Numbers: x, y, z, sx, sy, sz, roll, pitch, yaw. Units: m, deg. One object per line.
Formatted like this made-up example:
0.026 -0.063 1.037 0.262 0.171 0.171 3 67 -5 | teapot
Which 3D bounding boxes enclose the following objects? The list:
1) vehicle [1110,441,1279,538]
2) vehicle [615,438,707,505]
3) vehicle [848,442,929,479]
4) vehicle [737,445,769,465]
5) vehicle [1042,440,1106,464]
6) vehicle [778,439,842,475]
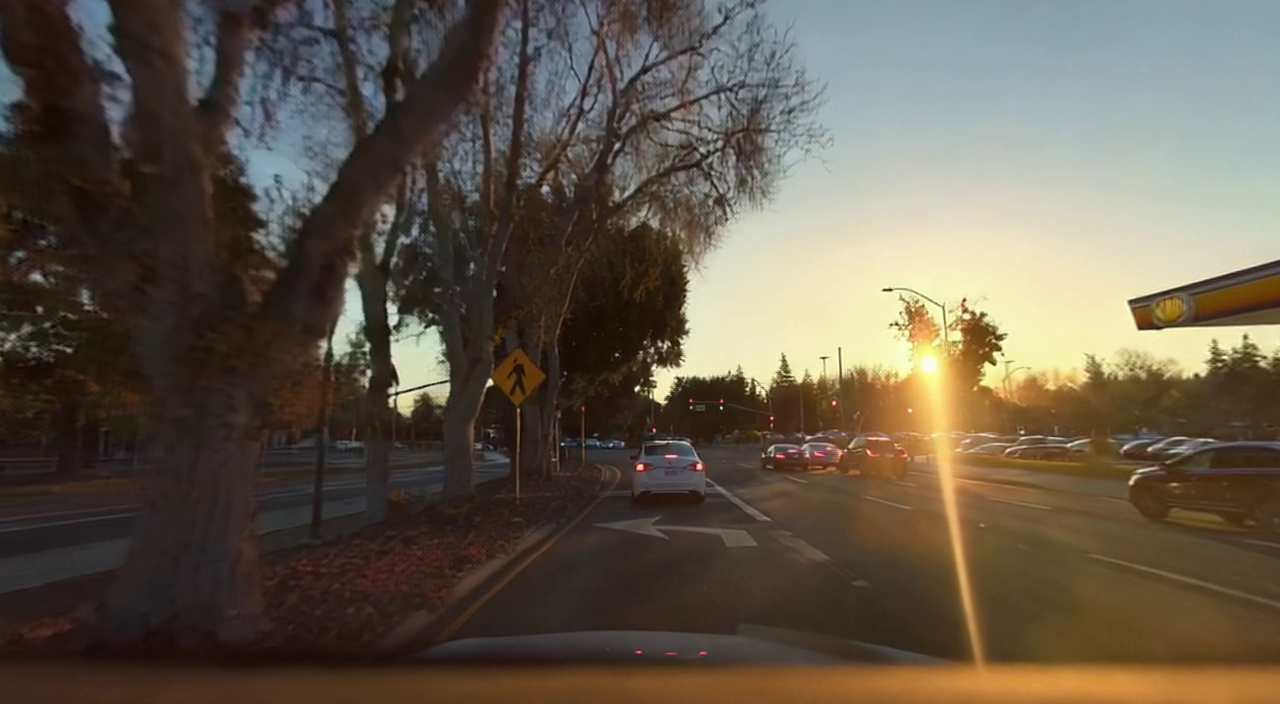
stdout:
10.846 2.316 10.942 1.880 1.472 4.694 0 -9 2 | vehicle
0.486 2.981 16.072 2.032 1.461 4.173 0 -9 0 | vehicle
11.359 4.990 29.174 1.976 1.584 4.516 0 -9 1 | vehicle
8.440 7.723 47.303 1.716 1.400 3.921 0 -9 1 | vehicle
30.110 6.957 43.851 1.914 1.563 3.672 -1 -9 3 | vehicle
8.588 5.325 32.190 1.991 1.695 4.357 0 -9 -1 | vehicle
